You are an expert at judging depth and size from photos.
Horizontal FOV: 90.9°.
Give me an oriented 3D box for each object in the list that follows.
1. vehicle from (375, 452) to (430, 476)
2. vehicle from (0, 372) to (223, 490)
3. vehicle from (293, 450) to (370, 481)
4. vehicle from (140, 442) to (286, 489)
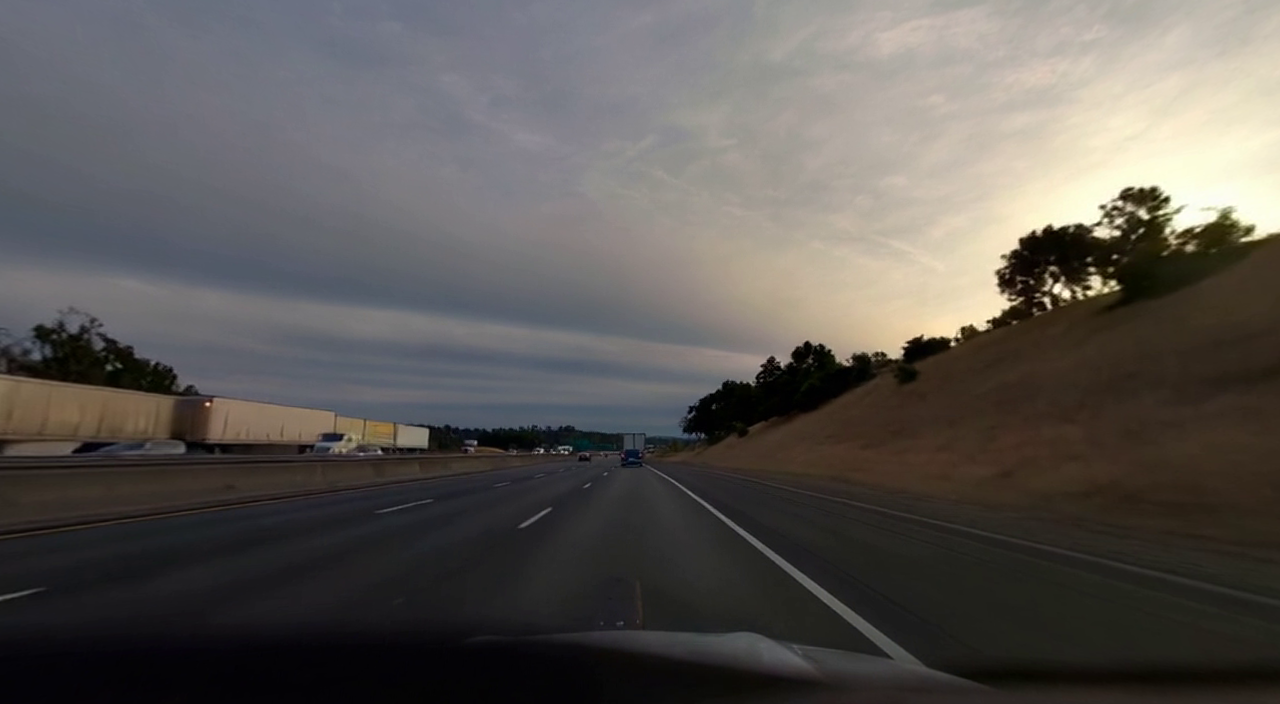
[{"bbox_3d":[-15.247,7.208,40.653,1.858,1.438,4.410,0,-9,0],"label":"vehicle"},{"bbox_3d":[-23.720,3.480,26.554,2.848,4.048,14.043,0,-9,-1],"label":"vehicle"},{"bbox_3d":[-15.229,5.623,31.337,1.827,1.416,3.911,0,-9,0],"label":"vehicle"},{"bbox_3d":[-15.290,4.073,22.962,2.155,1.506,4.541,0,-9,0],"label":"vehicle"}]
